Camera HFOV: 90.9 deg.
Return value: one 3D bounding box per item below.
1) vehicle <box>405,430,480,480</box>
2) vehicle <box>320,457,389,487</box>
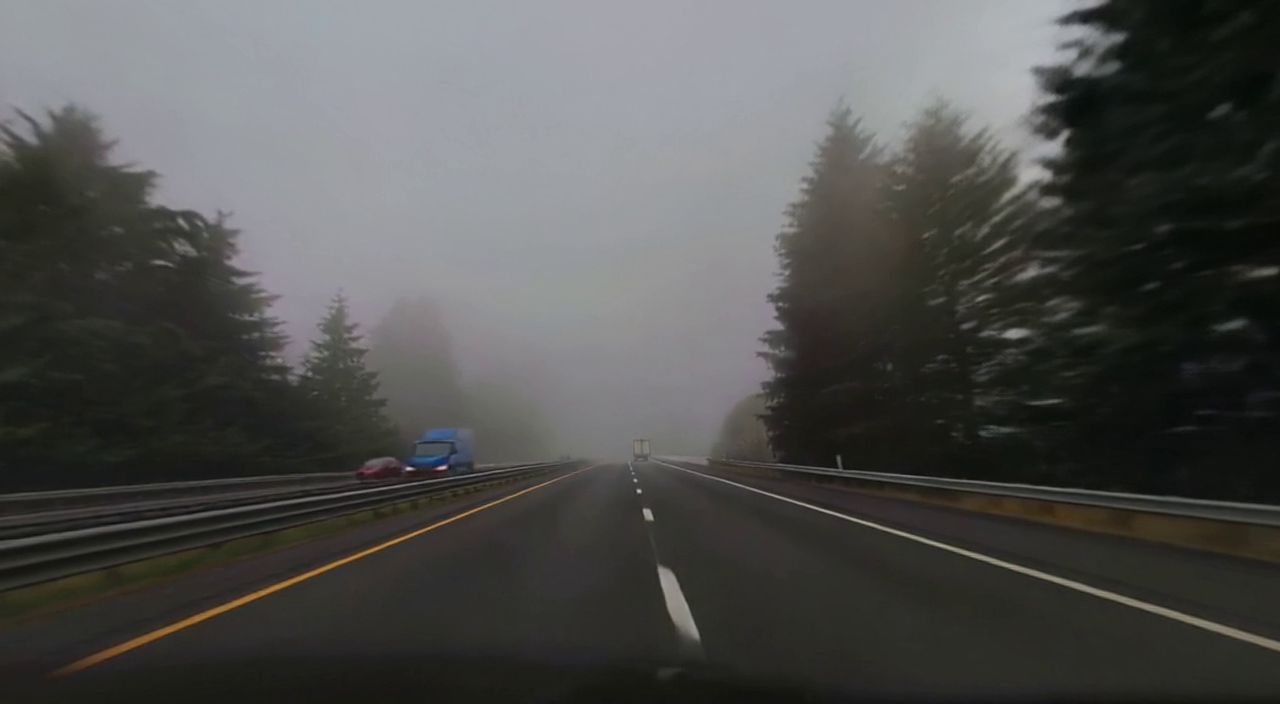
[{"bbox_3d":[-11.438,6.041,37.152,2.317,2.613,6.793,0,-9,-1],"label":"vehicle"},{"bbox_3d":[-15.676,6.573,34.843,1.874,1.461,4.339,0,-9,-2],"label":"vehicle"}]
